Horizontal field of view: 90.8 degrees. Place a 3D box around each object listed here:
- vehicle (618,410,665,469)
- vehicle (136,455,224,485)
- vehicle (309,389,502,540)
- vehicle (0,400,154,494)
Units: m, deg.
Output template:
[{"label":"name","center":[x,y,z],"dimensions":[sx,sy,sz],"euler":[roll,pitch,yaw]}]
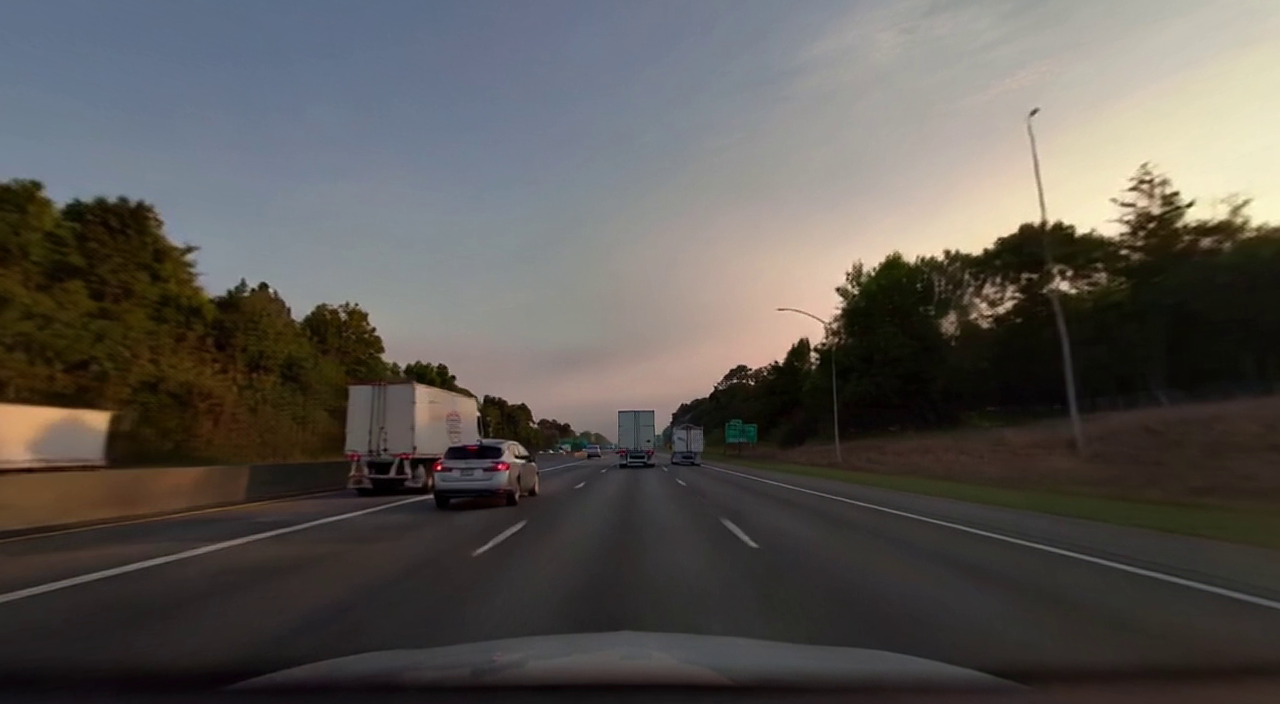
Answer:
[{"label":"vehicle","center":[0.073,6.819,48.831],"dimensions":[3.201,4.019,10.918],"euler":[0,-9,0]},{"label":"vehicle","center":[-24.461,6.263,33.740],"dimensions":[1.760,1.435,3.810],"euler":[0,-9,1]},{"label":"vehicle","center":[-3.866,1.936,11.191],"dimensions":[2.033,2.234,3.490],"euler":[0,-9,0]},{"label":"vehicle","center":[-28.422,4.611,30.529],"dimensions":[3.036,3.912,8.215],"euler":[0,-9,1]}]
